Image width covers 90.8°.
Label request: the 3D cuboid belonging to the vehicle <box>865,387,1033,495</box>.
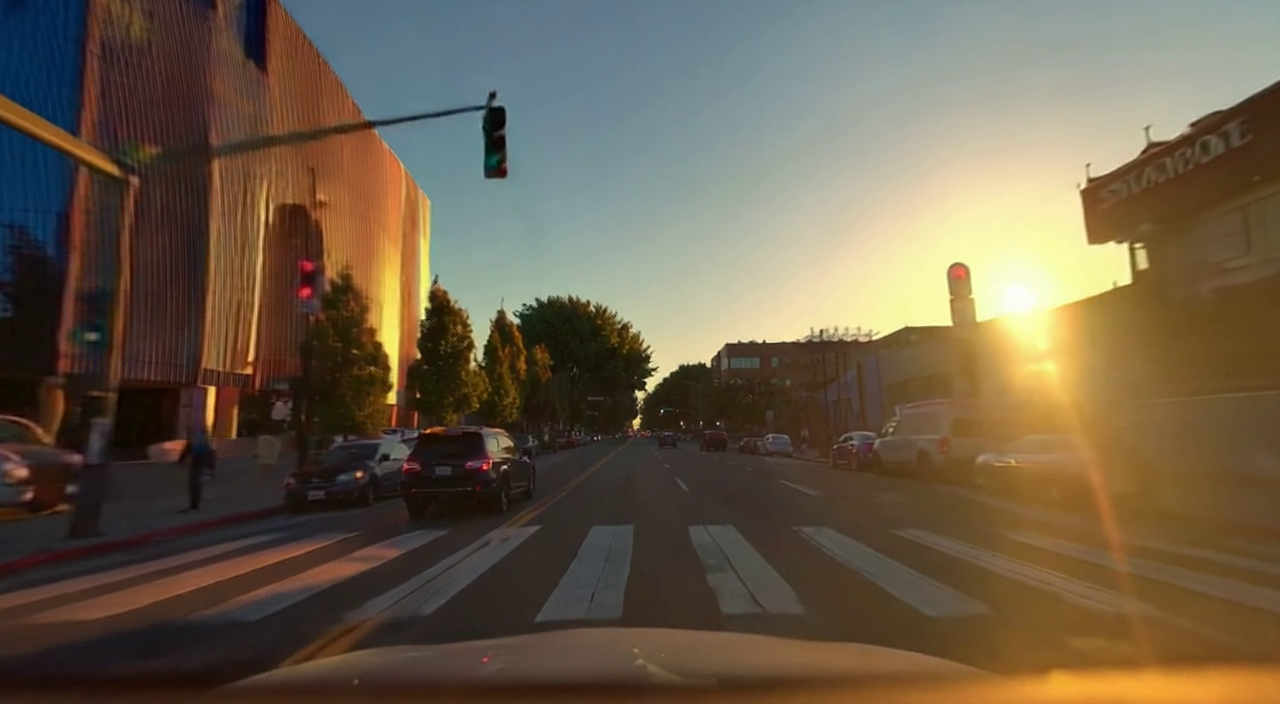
[{"bbox_3d":[9.077,2.707,19.413,2.285,2.778,5.847,0,-8,2],"label":"vehicle"}]

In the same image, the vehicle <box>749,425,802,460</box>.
[{"bbox_3d":[8.996,6.071,42.609,2.249,2.117,5.743,0,-8,0],"label":"vehicle"}]

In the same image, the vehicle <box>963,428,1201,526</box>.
[{"bbox_3d":[8.805,2.465,13.188,1.854,1.663,4.300,1,-8,0],"label":"vehicle"}]

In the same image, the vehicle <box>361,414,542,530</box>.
[{"bbox_3d":[-3.231,2.130,11.914,2.002,1.756,4.366,0,-8,1],"label":"vehicle"}]

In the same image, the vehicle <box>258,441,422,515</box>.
[{"bbox_3d":[-6.958,2.915,15.282,1.806,1.466,4.373,0,-8,0],"label":"vehicle"}]

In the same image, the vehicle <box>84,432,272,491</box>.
[{"bbox_3d":[-13.634,3.239,18.864,4.033,1.533,1.895,2,-8,0],"label":"vehicle"}]
